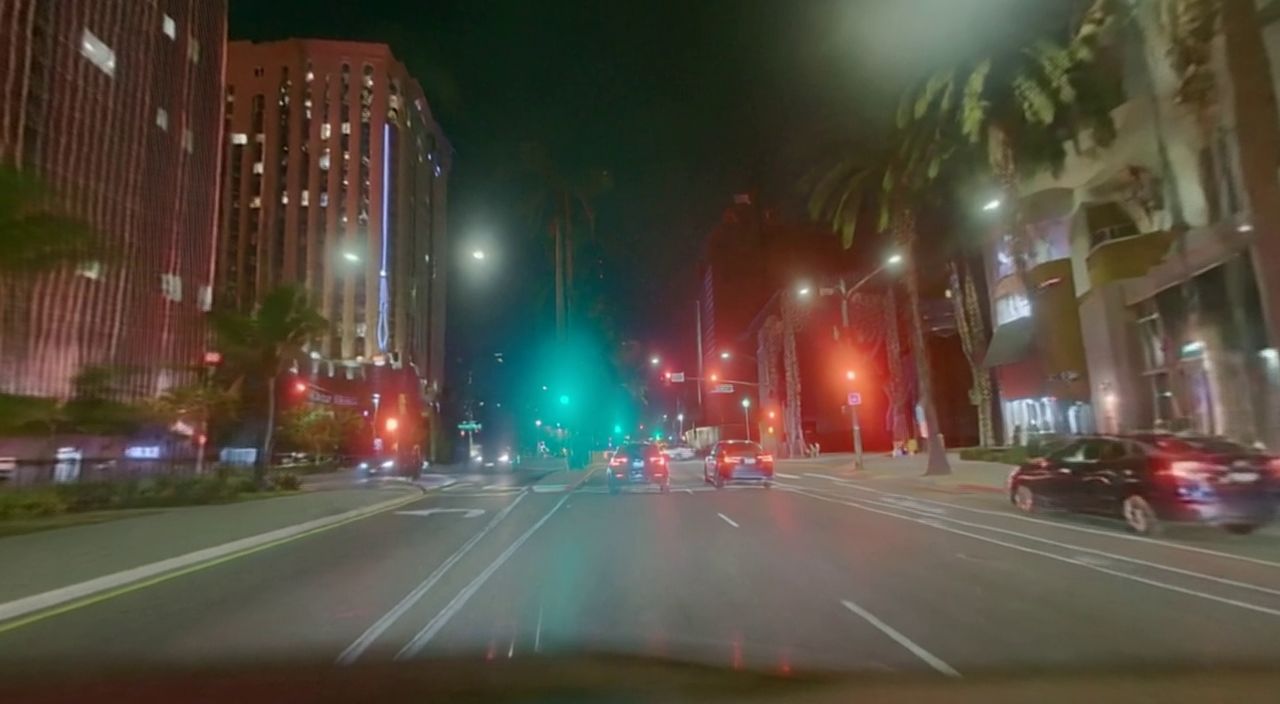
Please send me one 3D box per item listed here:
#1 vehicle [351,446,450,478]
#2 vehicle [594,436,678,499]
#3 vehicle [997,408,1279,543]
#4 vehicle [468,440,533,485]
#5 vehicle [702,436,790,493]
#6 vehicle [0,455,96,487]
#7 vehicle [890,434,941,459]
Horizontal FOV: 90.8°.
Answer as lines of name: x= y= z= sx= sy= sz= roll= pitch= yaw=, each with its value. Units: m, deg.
vehicle: x=-12.162 y=5.580 z=32.126 sx=4.641 sy=1.502 sz=1.882 roll=-4 pitch=-9 yaw=23
vehicle: x=-0.144 y=3.091 z=17.274 sx=2.048 sy=1.503 sz=3.681 roll=0 pitch=-9 yaw=-2
vehicle: x=8.155 y=1.891 z=10.276 sx=2.000 sy=1.685 sz=4.487 roll=0 pitch=-9 yaw=-1
vehicle: x=-5.164 y=4.124 z=23.940 sx=1.977 sy=1.501 sz=4.435 roll=1 pitch=-9 yaw=-7
vehicle: x=3.028 y=3.287 z=18.809 sx=1.909 sy=1.500 sz=3.524 roll=0 pitch=-9 yaw=-2
vehicle: x=-38.327 y=7.546 z=40.275 sx=5.791 sy=1.900 sz=2.283 roll=-2 pitch=-9 yaw=12
vehicle: x=19.785 y=6.836 z=45.579 sx=1.959 sy=1.674 sz=4.706 roll=-1 pitch=-9 yaw=5
